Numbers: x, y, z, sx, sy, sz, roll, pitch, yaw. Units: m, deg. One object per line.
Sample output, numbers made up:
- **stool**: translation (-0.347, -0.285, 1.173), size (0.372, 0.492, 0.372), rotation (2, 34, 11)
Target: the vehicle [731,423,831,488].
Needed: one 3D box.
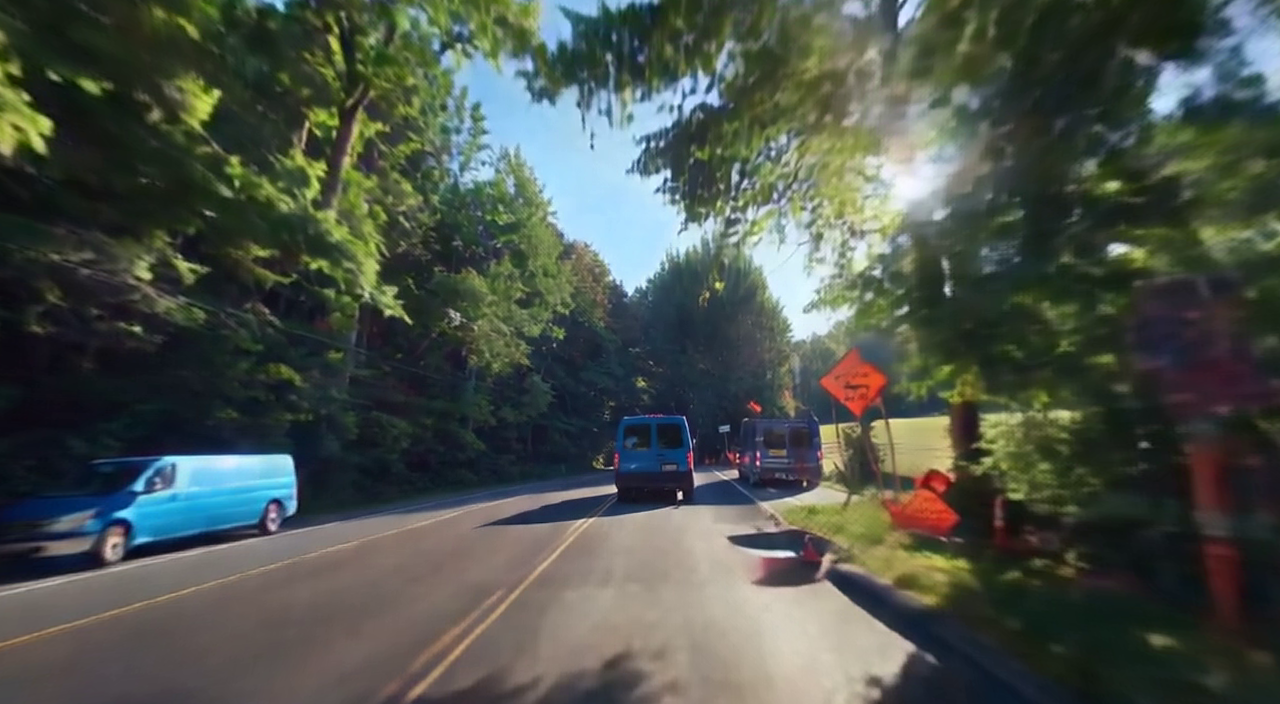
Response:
- **vehicle**: translation (5.012, 3.846, 23.880), size (2.833, 2.033, 7.668), rotation (-1, -9, 6)

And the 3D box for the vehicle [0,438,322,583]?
- **vehicle**: translation (-8.204, 2.450, 11.023), size (2.055, 1.809, 5.906), rotation (0, -9, 2)

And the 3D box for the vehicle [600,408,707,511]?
- **vehicle**: translation (0.481, 2.736, 16.498), size (2.362, 2.247, 4.892), rotation (-1, -9, 5)
